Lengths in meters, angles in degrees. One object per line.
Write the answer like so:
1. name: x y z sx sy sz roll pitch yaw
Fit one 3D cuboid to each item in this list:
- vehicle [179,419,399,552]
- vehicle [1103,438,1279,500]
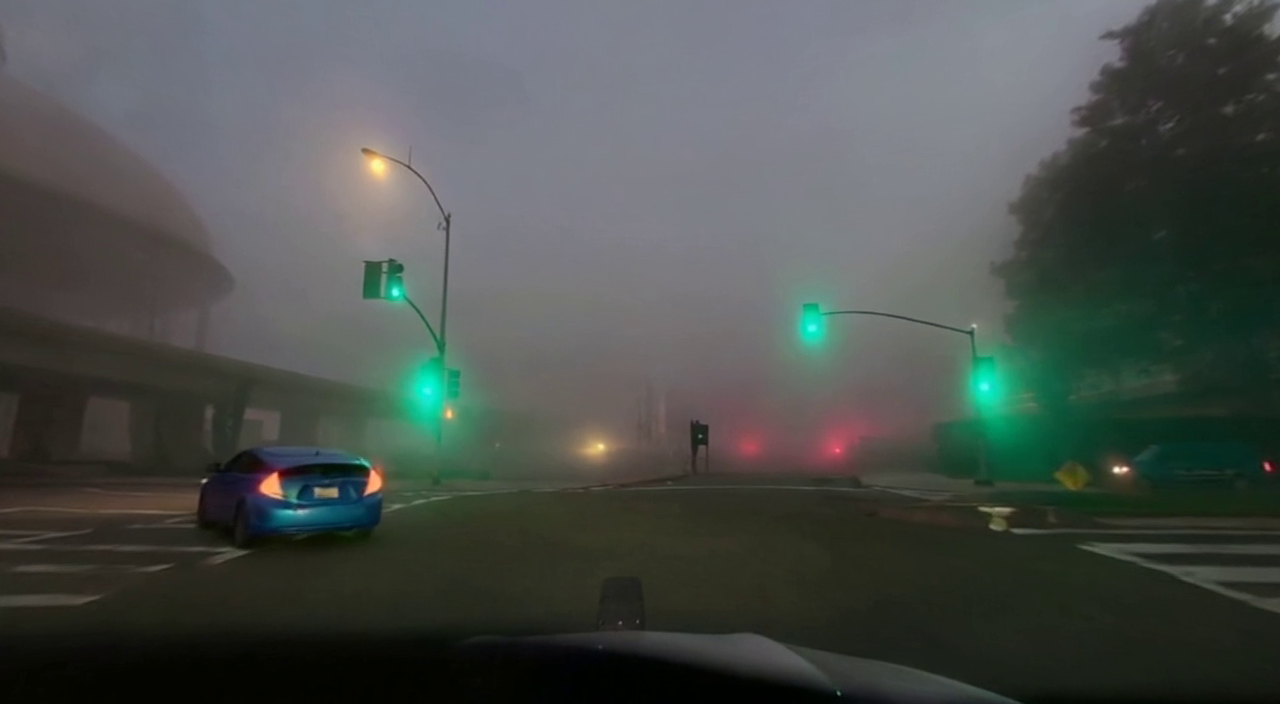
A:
1. vehicle: -5.501 1.924 9.685 1.976 1.584 3.772 8 -12 -43
2. vehicle: 16.557 3.394 18.430 4.345 1.672 1.973 0 -9 3
